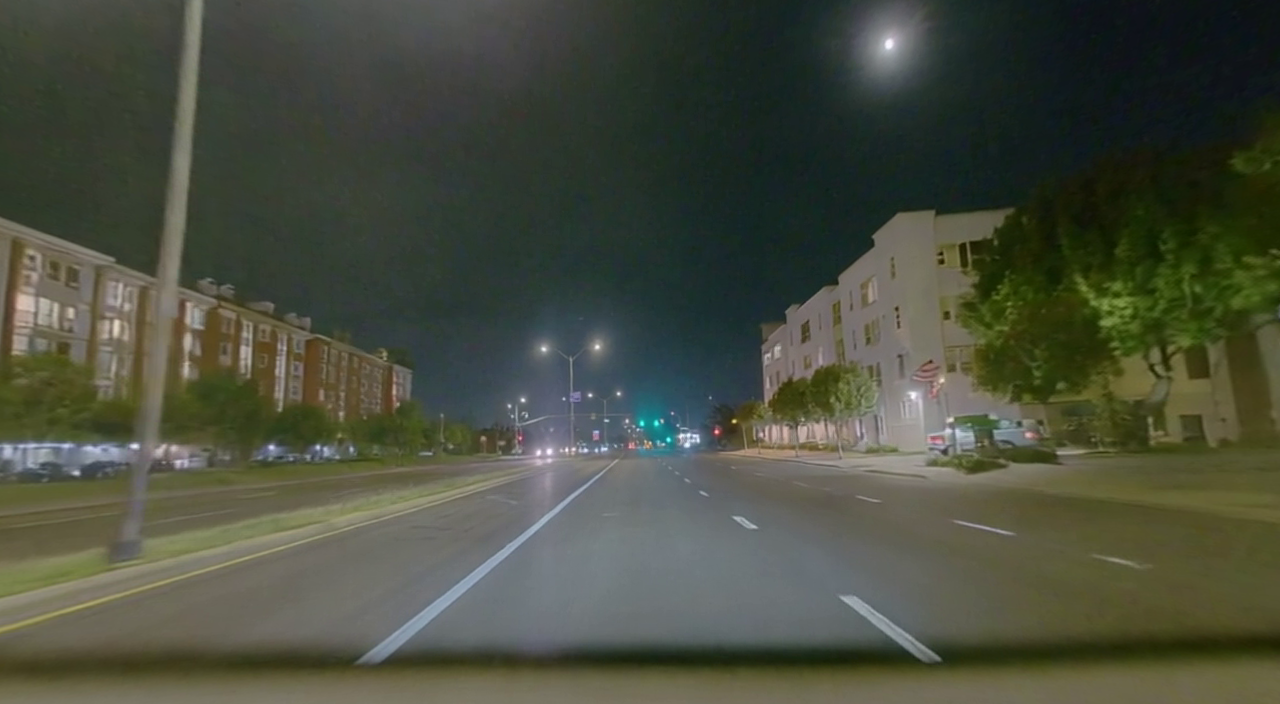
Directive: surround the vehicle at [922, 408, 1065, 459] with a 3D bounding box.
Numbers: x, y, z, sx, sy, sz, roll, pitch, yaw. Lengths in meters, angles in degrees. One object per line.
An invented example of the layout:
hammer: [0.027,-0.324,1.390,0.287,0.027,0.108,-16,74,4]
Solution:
vehicle: [19.642,4.585,35.356,6.543,2.736,2.324,0,-9,-2]
